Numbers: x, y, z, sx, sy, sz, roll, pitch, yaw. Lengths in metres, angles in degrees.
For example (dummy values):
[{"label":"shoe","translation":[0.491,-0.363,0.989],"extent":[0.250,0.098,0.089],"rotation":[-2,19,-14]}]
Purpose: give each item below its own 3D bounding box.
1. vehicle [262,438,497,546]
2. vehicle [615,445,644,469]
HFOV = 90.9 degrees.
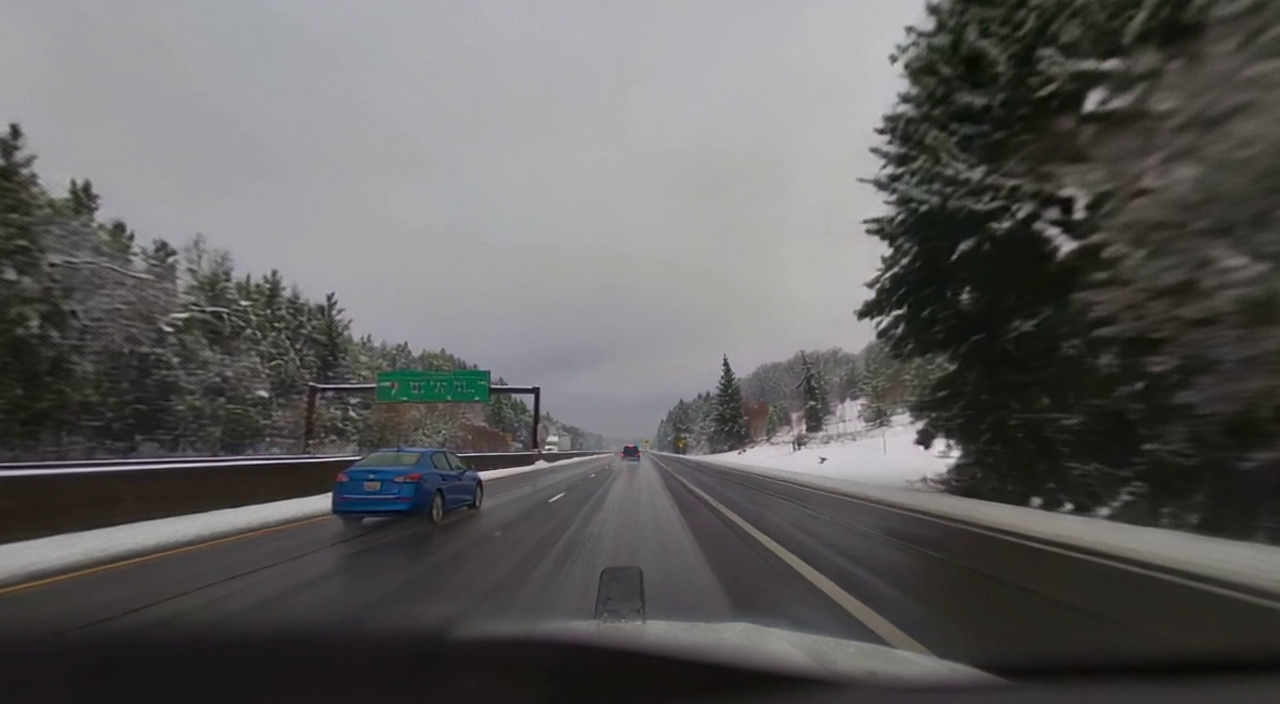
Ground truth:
[{"label":"vehicle","translation":[-4.141,2.289,11.073],"extent":[2.157,1.483,4.601],"rotation":[0,-9,0]},{"label":"vehicle","translation":[-0.706,7.441,44.904],"extent":[2.011,1.590,3.607],"rotation":[0,-9,0]}]
